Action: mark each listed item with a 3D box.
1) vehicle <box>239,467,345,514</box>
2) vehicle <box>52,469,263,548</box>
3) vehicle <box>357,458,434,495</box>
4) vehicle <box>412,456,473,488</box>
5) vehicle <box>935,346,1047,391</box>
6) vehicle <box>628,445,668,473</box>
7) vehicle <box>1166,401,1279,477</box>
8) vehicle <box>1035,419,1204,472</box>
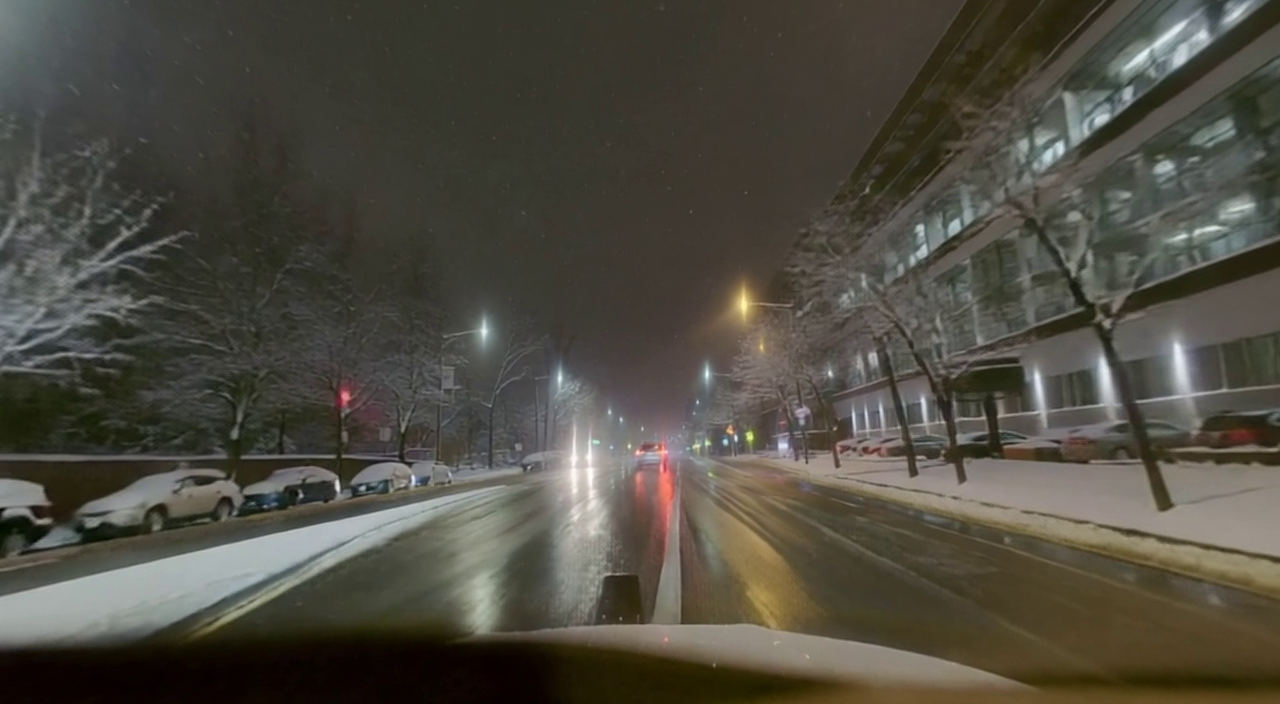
[{"bbox_3d":[-12.721,5.044,23.367,1.646,1.462,3.740,0,-8,2],"label":"vehicle"},{"bbox_3d":[-12.932,4.173,17.422,1.984,1.635,4.525,-4,-9,5],"label":"vehicle"},{"bbox_3d":[-12.263,6.242,31.975,1.997,1.668,4.084,-1,-8,5],"label":"vehicle"},{"bbox_3d":[-11.871,7.220,38.334,2.016,1.627,4.742,-2,-8,3],"label":"vehicle"},{"bbox_3d":[15.402,0.761,27.877,3.766,1.708,1.810,-1,-10,6],"label":"vehicle"},{"bbox_3d":[0.507,5.996,35.540,2.051,1.454,4.132,-1,-8,3],"label":"vehicle"},{"bbox_3d":[15.241,1.792,14.119,4.750,1.519,2.276,-5,-9,2],"label":"vehicle"},{"bbox_3d":[14.505,2.857,19.295,3.556,1.414,1.851,-2,-9,2],"label":"vehicle"}]
